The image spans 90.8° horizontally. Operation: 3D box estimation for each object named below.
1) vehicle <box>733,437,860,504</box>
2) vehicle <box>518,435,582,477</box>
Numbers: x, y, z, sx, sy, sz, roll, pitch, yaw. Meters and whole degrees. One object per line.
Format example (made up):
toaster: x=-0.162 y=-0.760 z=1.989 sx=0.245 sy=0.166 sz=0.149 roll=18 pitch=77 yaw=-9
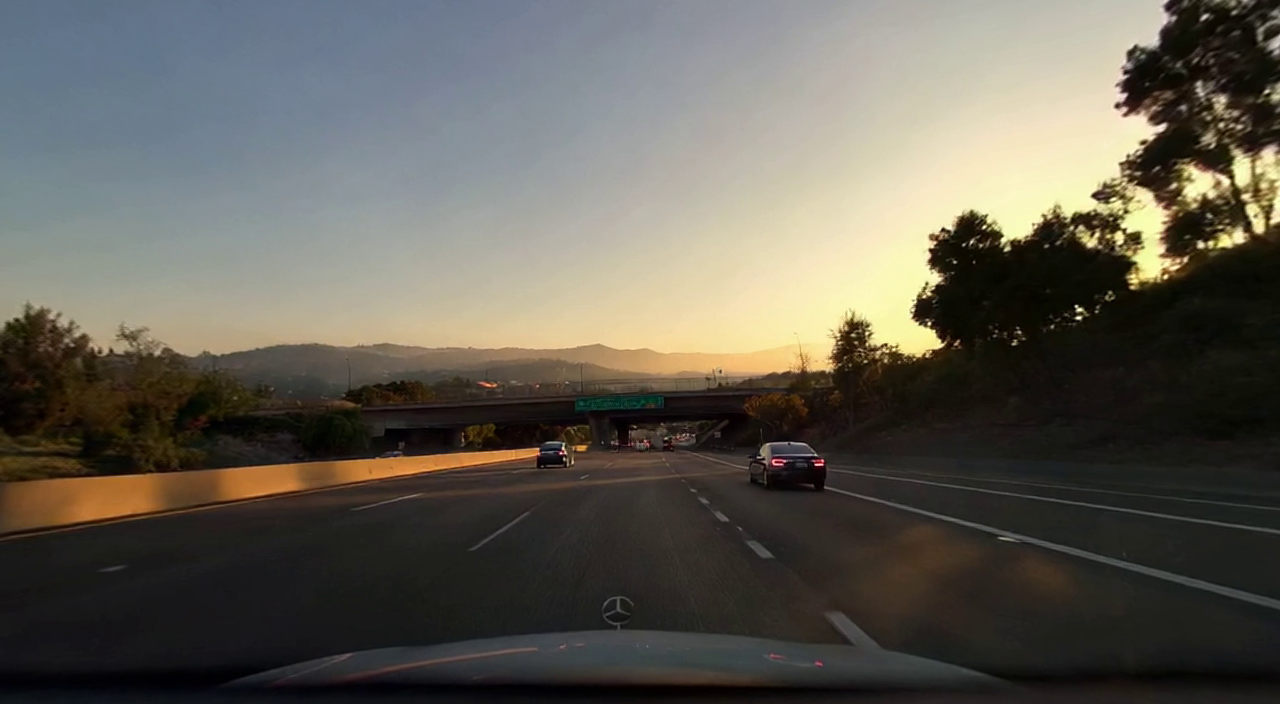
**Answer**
vehicle: x=3.836 y=2.972 z=16.342 sx=2.060 sy=1.485 sz=4.274 roll=0 pitch=-8 yaw=-2
vehicle: x=-3.754 y=4.444 z=27.205 sx=2.048 sy=1.618 sz=4.424 roll=0 pitch=-8 yaw=1
